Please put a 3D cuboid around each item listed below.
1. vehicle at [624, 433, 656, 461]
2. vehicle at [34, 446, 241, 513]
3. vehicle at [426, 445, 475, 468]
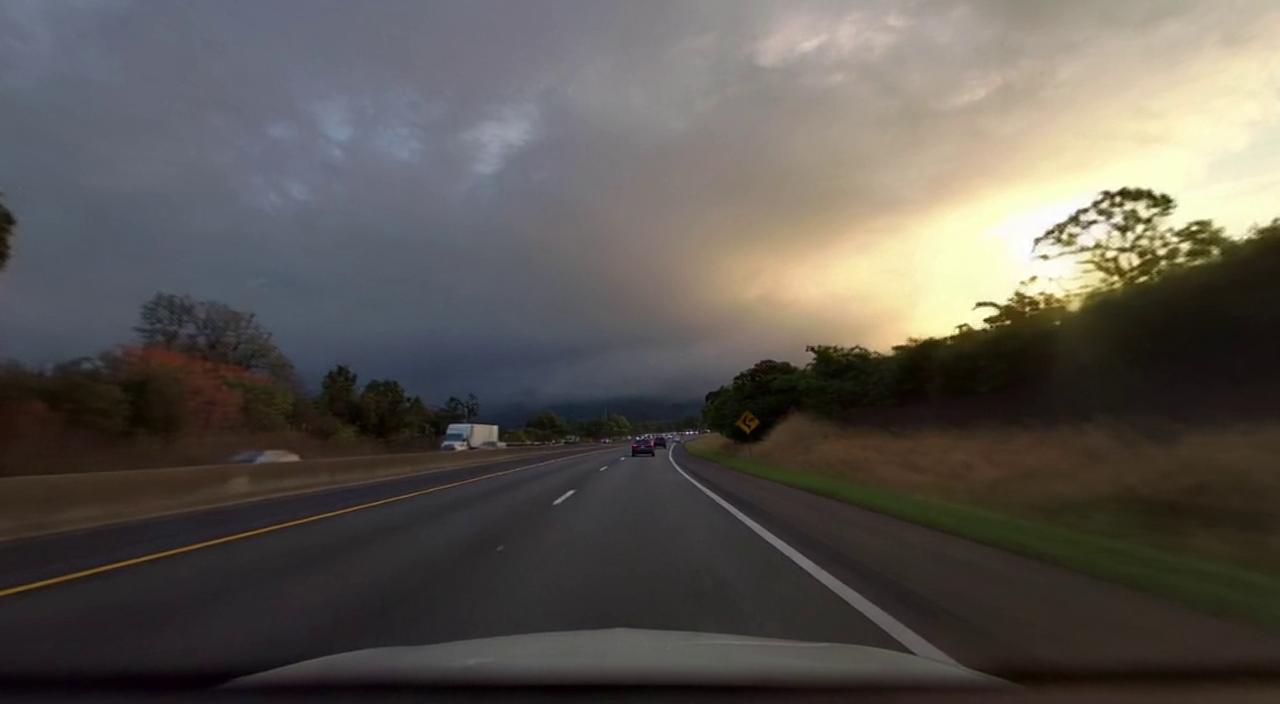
[{"bbox_3d":[0.028,6.666,44.305,2.188,1.825,4.282,-1,-8,1],"label":"vehicle"},{"bbox_3d":[-13.186,3.325,16.969,1.935,1.490,4.367,-1,-8,1],"label":"vehicle"},{"bbox_3d":[-13.024,7.162,43.468,1.931,1.456,4.160,-1,-8,3],"label":"vehicle"}]
